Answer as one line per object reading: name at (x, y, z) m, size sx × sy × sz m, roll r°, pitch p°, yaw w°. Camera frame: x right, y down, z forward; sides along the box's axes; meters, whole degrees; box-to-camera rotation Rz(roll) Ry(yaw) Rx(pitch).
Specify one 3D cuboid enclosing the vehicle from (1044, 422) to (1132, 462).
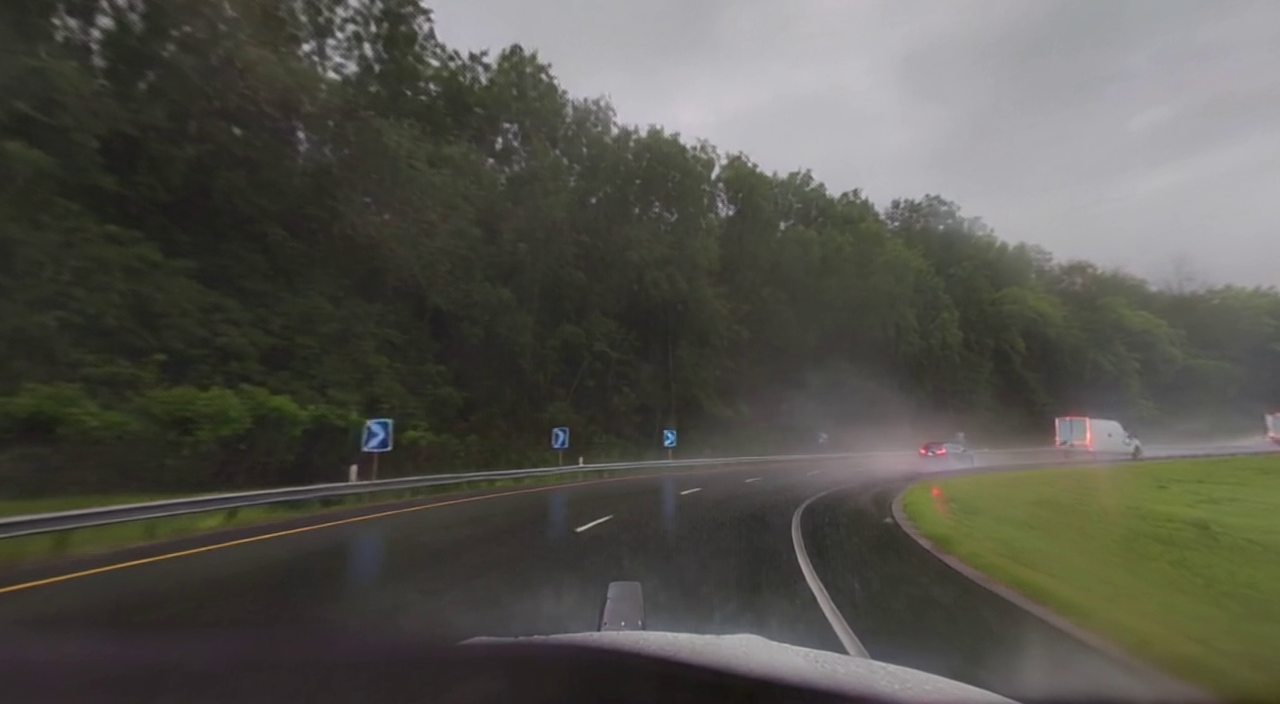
vehicle at (33.887, 6.815, 47.640) m, size 5.981 × 2.823 × 2.498 m, roll 4°, pitch -10°, yaw -24°

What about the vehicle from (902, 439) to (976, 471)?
vehicle at (16.940, 5.823, 35.582) m, size 4.325 × 1.674 × 2.221 m, roll 8°, pitch -12°, yaw -42°
